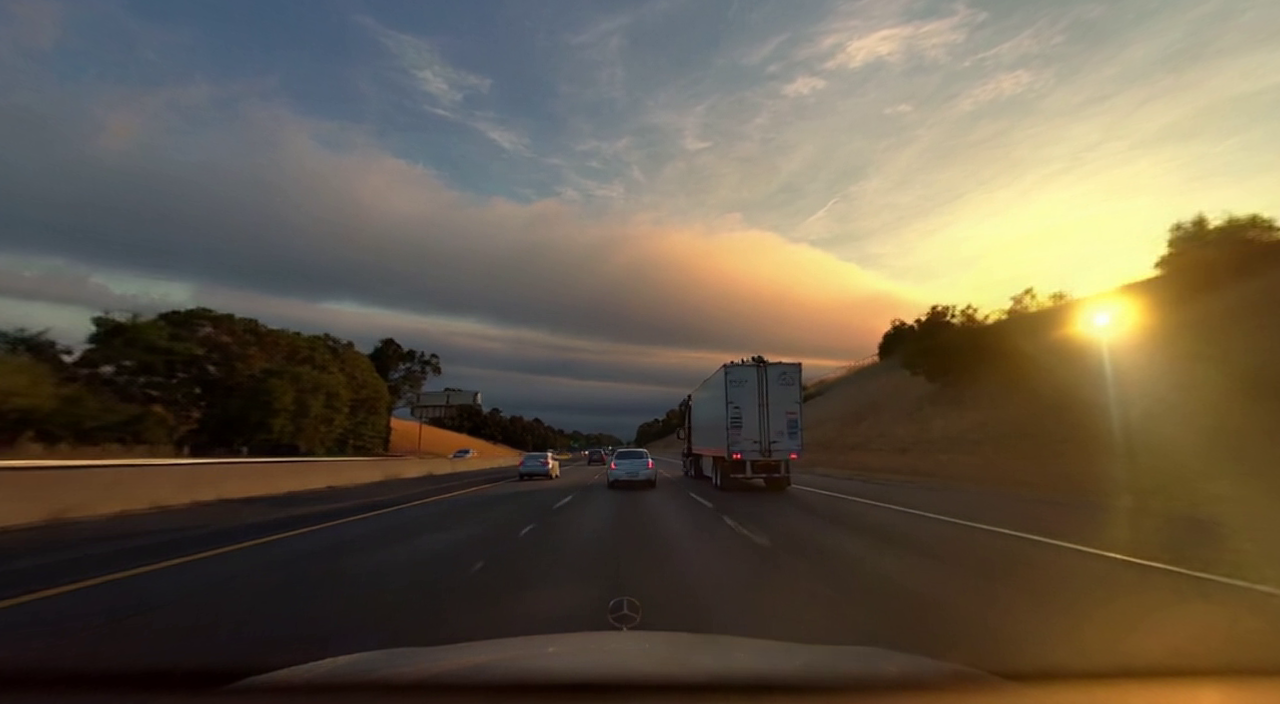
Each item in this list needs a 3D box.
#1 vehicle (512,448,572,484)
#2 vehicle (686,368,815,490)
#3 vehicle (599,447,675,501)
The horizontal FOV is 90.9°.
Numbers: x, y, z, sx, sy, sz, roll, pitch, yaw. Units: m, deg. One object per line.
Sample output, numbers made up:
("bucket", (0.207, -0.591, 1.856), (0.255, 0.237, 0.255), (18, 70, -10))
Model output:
("vehicle", (-4.310, 5.105, 28.529), (2.017, 1.460, 4.382), (0, -9, 0))
("vehicle", (4.248, 3.683, 28.445), (2.905, 4.109, 14.332), (0, -9, -1))
("vehicle", (-0.098, 3.590, 18.917), (2.023, 1.400, 4.028), (0, -9, -1))
